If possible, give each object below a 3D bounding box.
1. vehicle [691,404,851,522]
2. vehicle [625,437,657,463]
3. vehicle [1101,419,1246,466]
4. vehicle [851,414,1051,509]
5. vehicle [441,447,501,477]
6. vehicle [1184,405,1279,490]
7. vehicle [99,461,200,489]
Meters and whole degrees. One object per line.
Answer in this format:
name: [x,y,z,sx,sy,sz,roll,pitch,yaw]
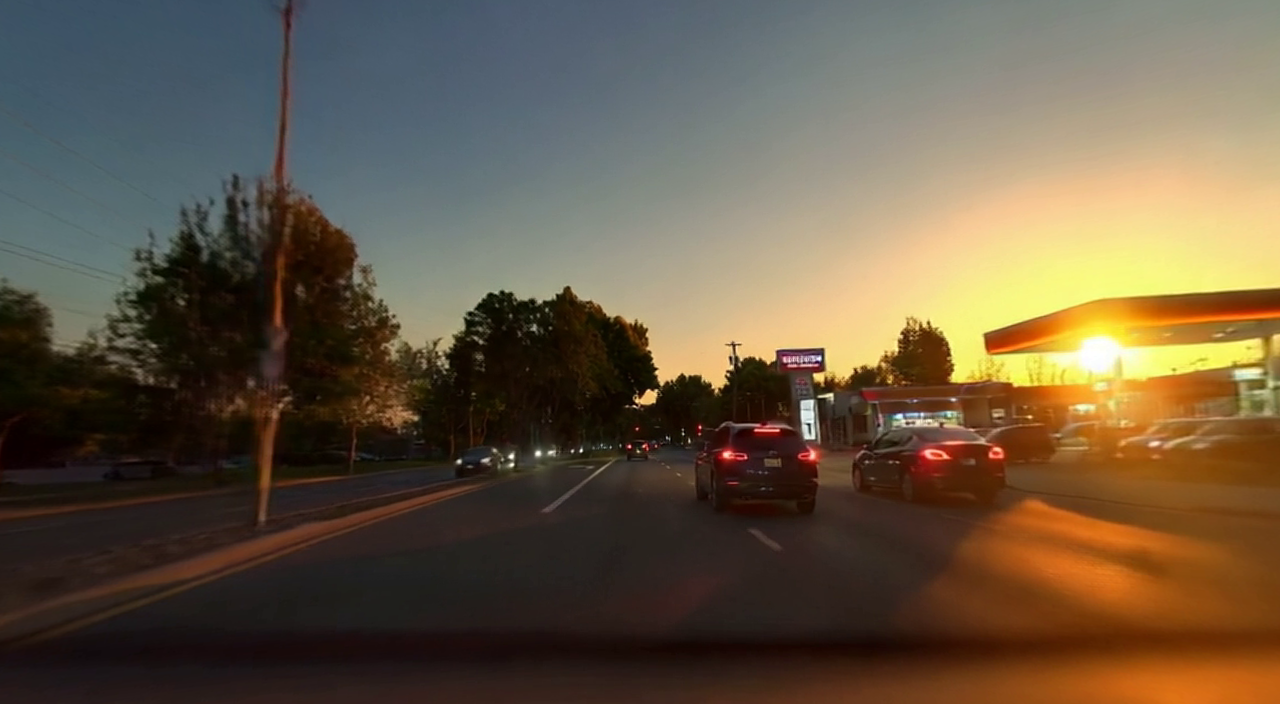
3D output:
vehicle: [2.370,2.188,12.963,2.038,1.917,4.900,0,-8,-2]
vehicle: [0.037,6.914,44.716,2.101,1.707,3.904,-1,-8,-1]
vehicle: [20.895,3.573,25.035,1.930,1.685,4.378,-1,-8,1]
vehicle: [6.676,2.413,14.360,2.025,1.765,4.729,0,-8,-1]
vehicle: [-9.201,5.988,34.801,1.978,1.470,4.711,-1,-8,0]
vehicle: [15.688,2.421,16.233,2.059,1.882,4.816,-9,-12,44]
vehicle: [-29.100,7.292,37.574,4.435,1.507,1.926,-1,-8,1]
